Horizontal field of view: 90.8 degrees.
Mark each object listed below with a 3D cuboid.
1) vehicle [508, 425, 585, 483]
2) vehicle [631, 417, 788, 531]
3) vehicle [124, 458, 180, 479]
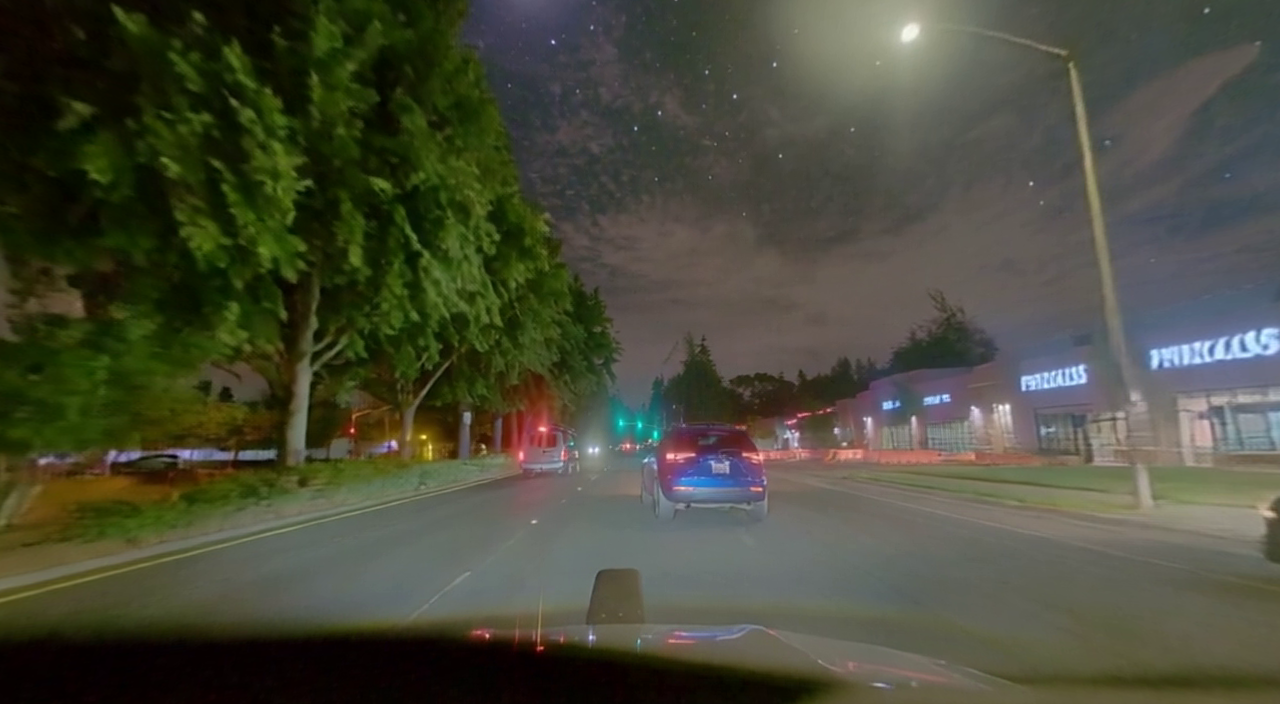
[{"bbox_3d":[-3.613,4.106,25.651,2.357,2.063,5.488,0,-8,-1],"label":"vehicle"},{"bbox_3d":[1.042,2.180,11.879,2.168,1.725,4.192,0,-8,-4],"label":"vehicle"},{"bbox_3d":[-38.455,9.147,49.875,1.821,1.463,4.434,2,-9,-15],"label":"vehicle"}]
